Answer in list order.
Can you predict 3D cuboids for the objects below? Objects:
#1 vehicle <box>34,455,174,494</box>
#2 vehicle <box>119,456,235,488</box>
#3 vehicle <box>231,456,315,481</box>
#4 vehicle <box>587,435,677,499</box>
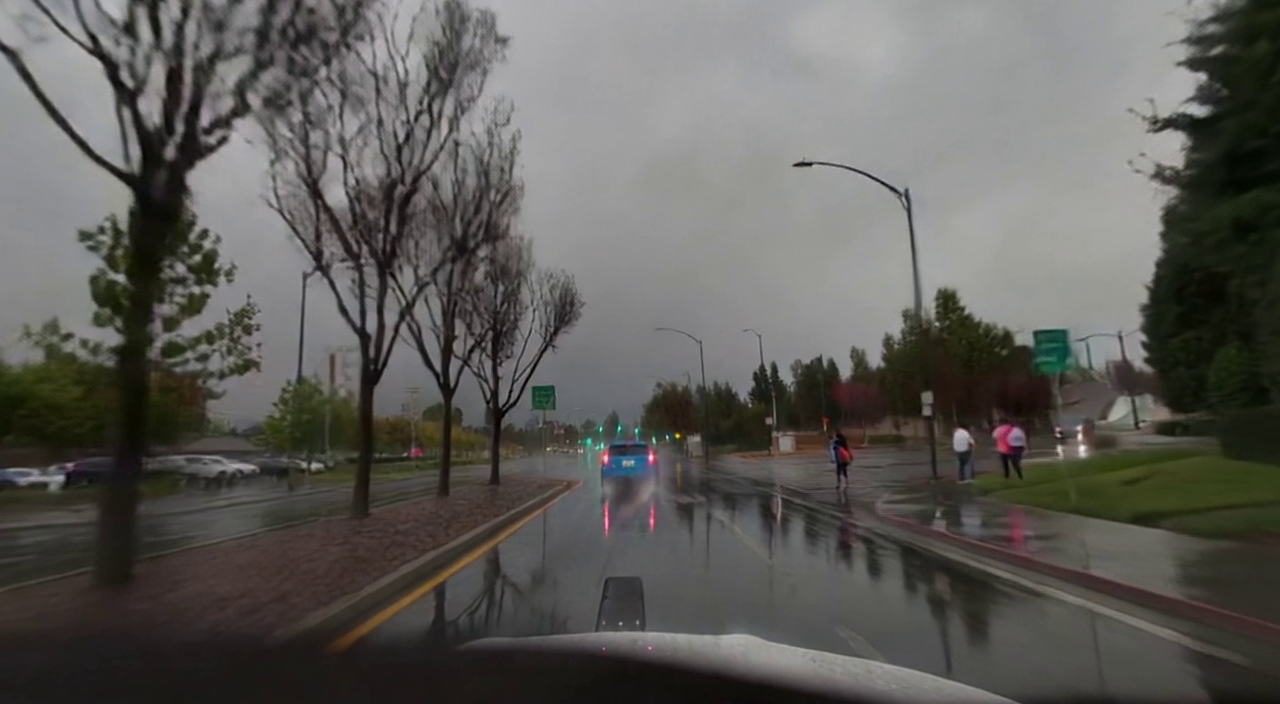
[{"bbox_3d":[-22.837,5.215,27.063,4.038,1.531,2.015,0,-9,-2],"label":"vehicle"},{"bbox_3d":[-23.281,6.027,31.895,4.204,1.522,1.998,0,-8,-3],"label":"vehicle"},{"bbox_3d":[-23.018,7.308,39.747,4.086,1.478,1.844,0,-8,-4],"label":"vehicle"},{"bbox_3d":[-0.209,3.164,17.875,2.221,1.570,4.398,0,-8,-1],"label":"vehicle"}]
